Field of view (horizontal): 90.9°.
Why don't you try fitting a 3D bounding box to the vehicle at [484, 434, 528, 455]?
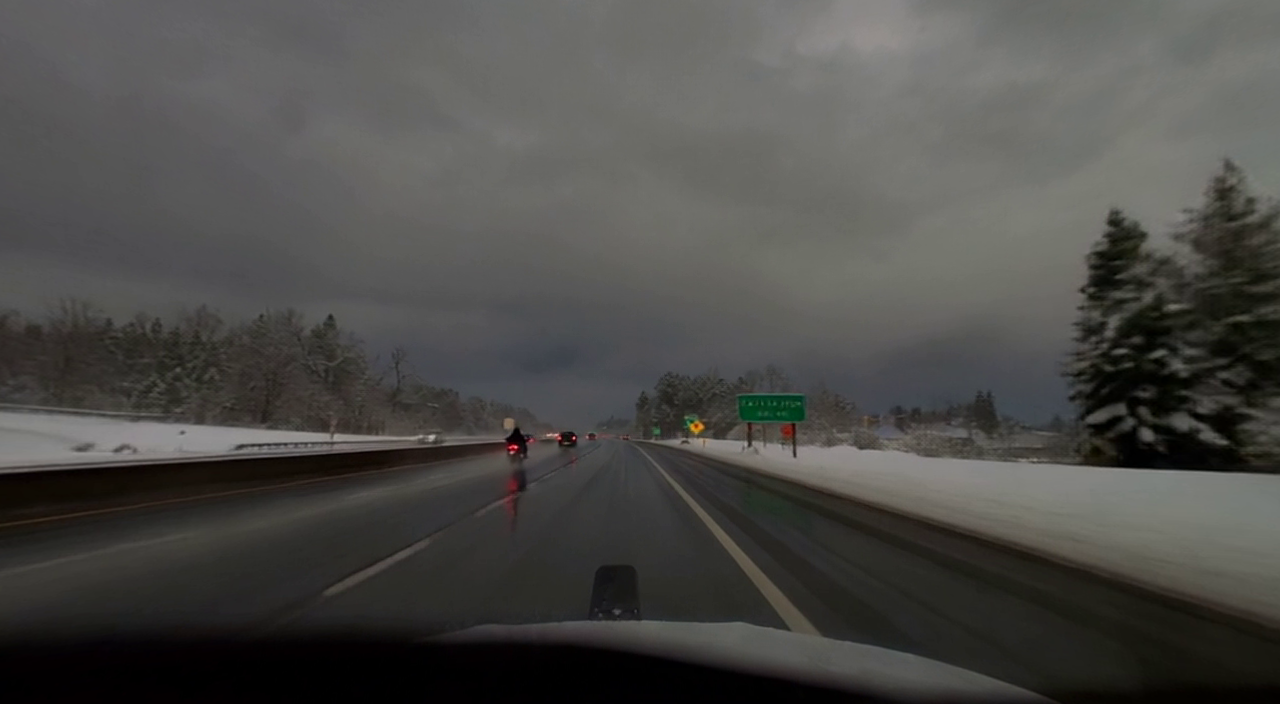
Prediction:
[{"bbox_3d":[-9.291,6.441,43.999,2.053,1.409,4.704,0,-8,0],"label":"vehicle"}]
